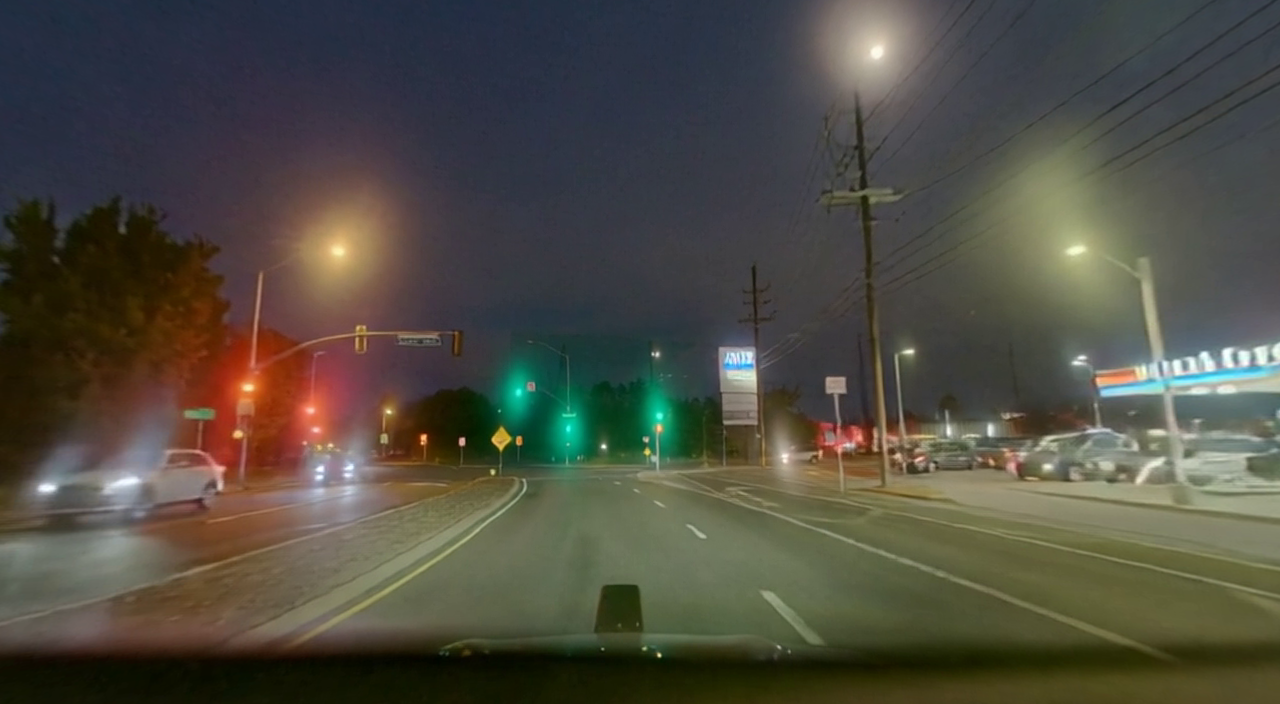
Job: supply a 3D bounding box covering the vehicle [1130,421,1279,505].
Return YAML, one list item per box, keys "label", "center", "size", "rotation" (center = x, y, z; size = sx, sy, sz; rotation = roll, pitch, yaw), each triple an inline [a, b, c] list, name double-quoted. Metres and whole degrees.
- label: "vehicle"
  center: [14.242, 2.409, 13.966]
  size: [4.996, 1.720, 2.027]
  rotation: [-1, -8, 3]

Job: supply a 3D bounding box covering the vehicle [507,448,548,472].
- label: "vehicle"
  center: [-7.746, 7.353, 43.228]
  size: [2.094, 1.500, 3.682]
  rotation: [3, -9, -21]

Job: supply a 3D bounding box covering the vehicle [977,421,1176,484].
- label: "vehicle"
  center: [13.411, 3.136, 19.689]
  size: [4.444, 1.815, 2.239]
  rotation: [0, -9, 2]

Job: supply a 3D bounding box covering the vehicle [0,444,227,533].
- label: "vehicle"
  center: [-11.270, 2.856, 13.849]
  size: [1.918, 1.628, 4.011]
  rotation: [1, -9, -5]

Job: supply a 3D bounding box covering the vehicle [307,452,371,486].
- label: "vehicle"
  center: [-14.581, 5.646, 30.814]
  size: [1.863, 1.439, 4.351]
  rotation: [2, -9, -13]
